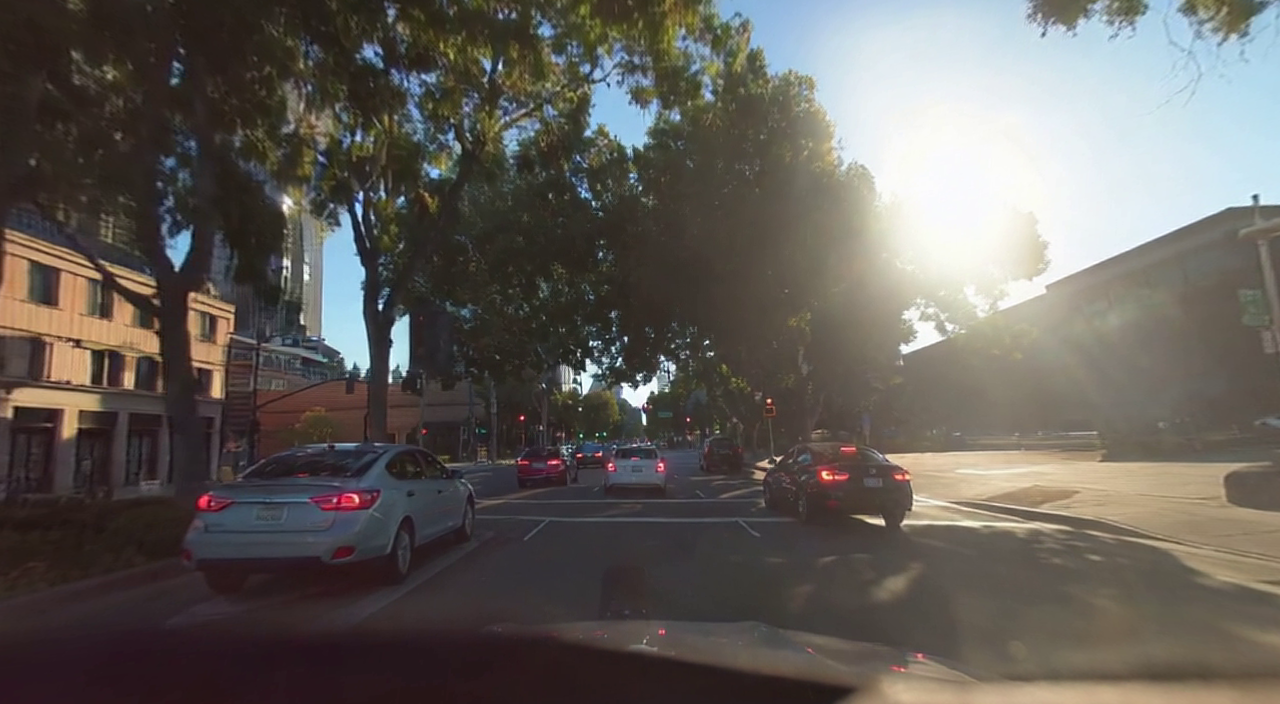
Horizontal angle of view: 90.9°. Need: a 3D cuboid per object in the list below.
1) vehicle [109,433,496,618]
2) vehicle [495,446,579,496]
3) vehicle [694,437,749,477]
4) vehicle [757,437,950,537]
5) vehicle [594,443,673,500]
[{"bbox_3d":[-3.275,1.749,7.398,2.038,1.481,4.379,-1,-8,1],"label":"vehicle"},{"bbox_3d":[-3.315,3.909,21.120,2.002,1.465,4.098,-1,-8,2],"label":"vehicle"},{"bbox_3d":[4.248,5.576,33.774,2.142,1.957,5.443,0,-8,0],"label":"vehicle"},{"bbox_3d":[3.681,2.392,11.882,1.990,1.486,4.431,0,-8,-1],"label":"vehicle"},{"bbox_3d":[-0.201,3.486,18.778,2.101,1.480,3.929,0,-8,-1],"label":"vehicle"}]
